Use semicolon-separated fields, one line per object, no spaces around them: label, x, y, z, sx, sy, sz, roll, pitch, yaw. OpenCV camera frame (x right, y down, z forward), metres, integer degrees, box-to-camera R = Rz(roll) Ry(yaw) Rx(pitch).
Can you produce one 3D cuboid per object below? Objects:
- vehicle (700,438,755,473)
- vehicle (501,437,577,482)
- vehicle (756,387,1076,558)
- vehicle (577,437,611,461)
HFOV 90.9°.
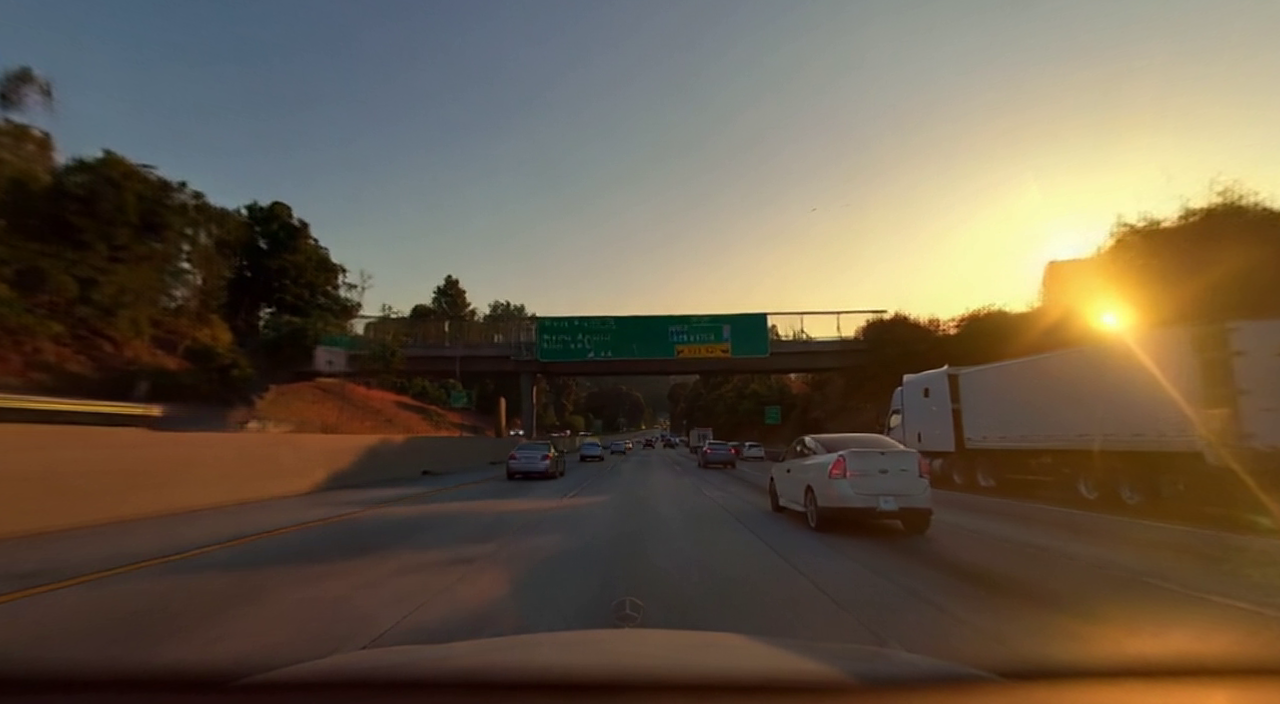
vehicle;3.995;4.816;29.491;1.953;1.480;4.053;0;-8;-1
vehicle;-3.558;3.867;22.963;1.978;1.473;4.073;0;-8;2
vehicle;3.646;1.777;9.997;2.517;1.935;5.552;0;-9;0
vehicle;-3.256;6.961;45.451;2.020;1.628;4.248;0;-8;2
